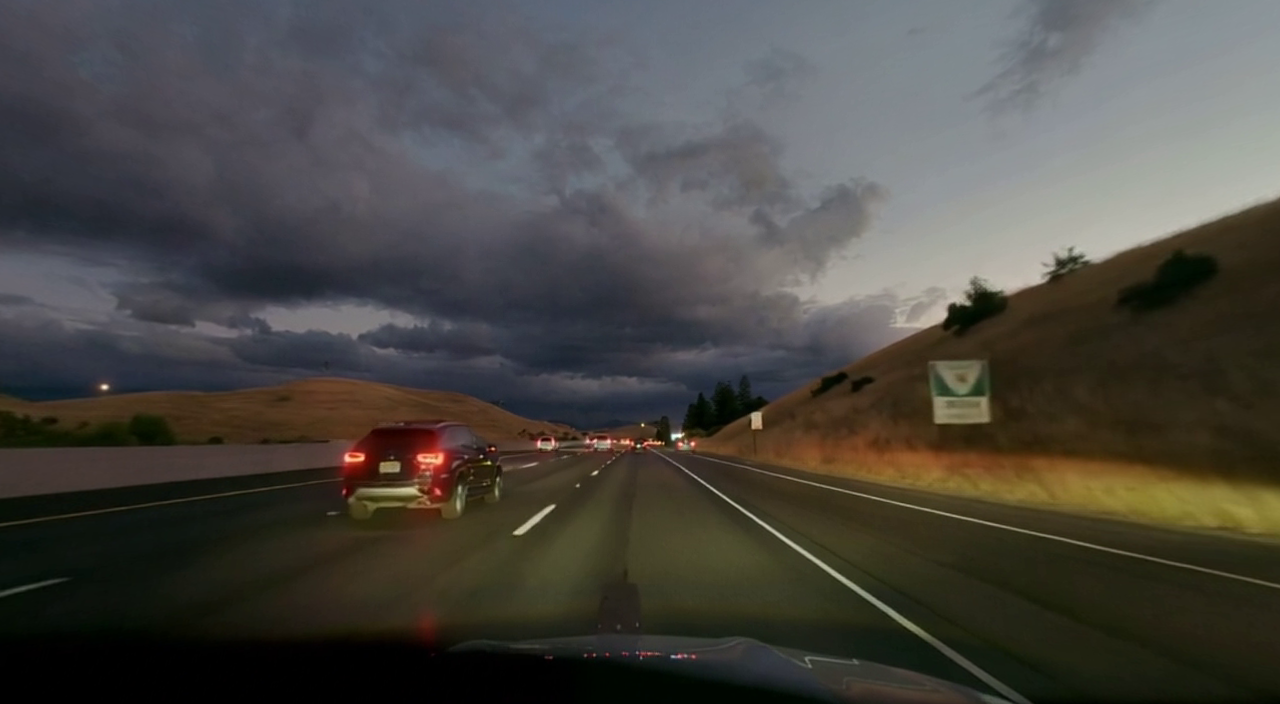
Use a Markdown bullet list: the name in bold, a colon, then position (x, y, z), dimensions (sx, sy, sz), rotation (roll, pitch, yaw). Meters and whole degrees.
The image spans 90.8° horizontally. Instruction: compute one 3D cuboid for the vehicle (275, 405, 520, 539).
- **vehicle**: position (-3.552, 1.871, 10.466), dimensions (2.166, 1.700, 4.661), rotation (0, -8, 1)
